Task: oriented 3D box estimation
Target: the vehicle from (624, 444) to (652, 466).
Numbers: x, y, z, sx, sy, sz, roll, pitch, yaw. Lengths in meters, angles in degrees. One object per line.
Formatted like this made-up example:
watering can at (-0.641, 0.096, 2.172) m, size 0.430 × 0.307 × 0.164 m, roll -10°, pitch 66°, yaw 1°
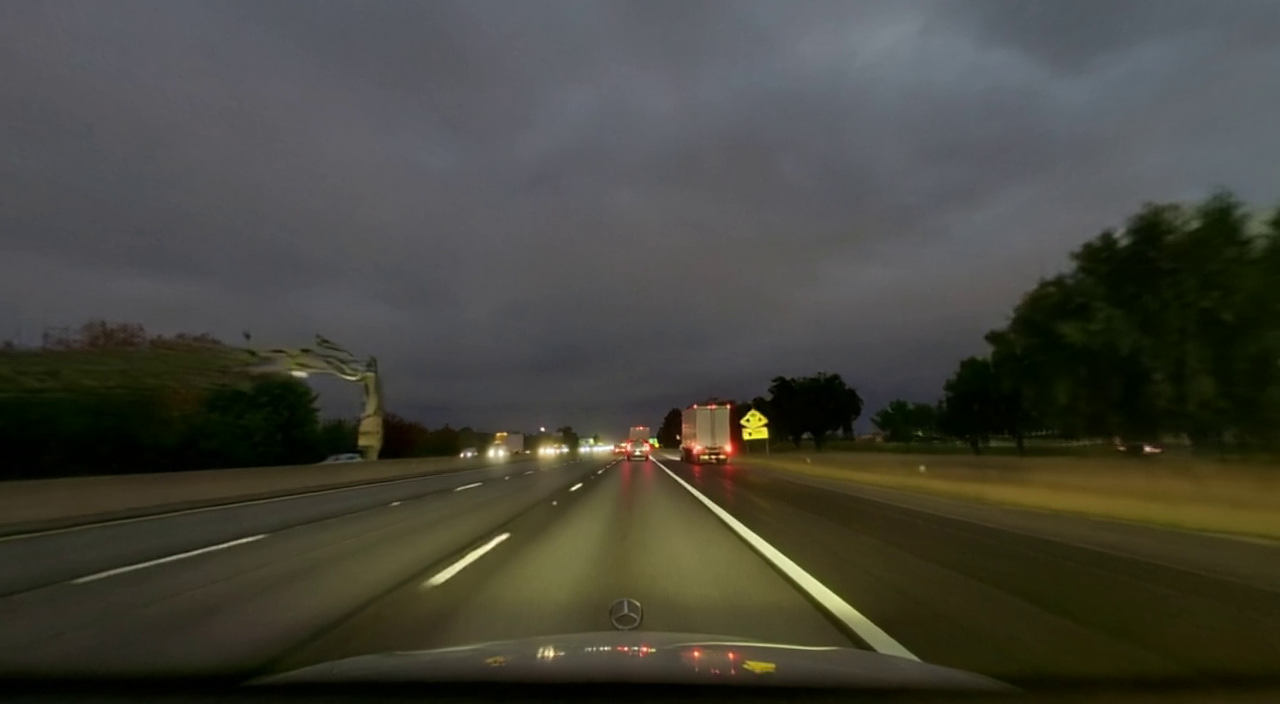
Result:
vehicle at (-0.151, 7.543, 46.325) m, size 1.972 × 1.492 × 3.697 m, roll 0°, pitch -9°, yaw 0°

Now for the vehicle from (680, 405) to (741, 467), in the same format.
vehicle at (5.138, 6.666, 49.257) m, size 2.893 × 4.114 × 14.332 m, roll 0°, pitch -9°, yaw -1°
